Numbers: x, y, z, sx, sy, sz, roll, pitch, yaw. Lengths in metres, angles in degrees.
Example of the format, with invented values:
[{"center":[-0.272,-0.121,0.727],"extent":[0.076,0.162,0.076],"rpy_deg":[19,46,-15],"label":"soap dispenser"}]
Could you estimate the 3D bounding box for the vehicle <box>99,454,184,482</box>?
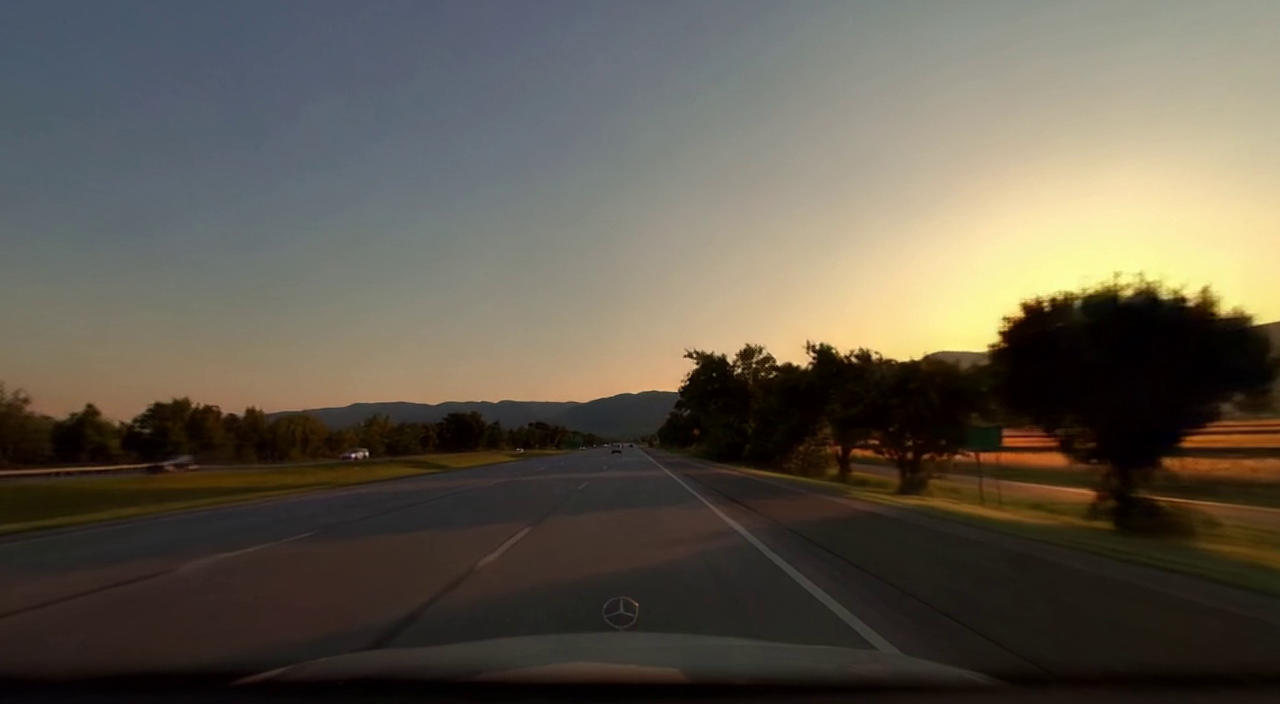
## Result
[{"center":[-32.512,7.560,41.404],"extent":[1.890,1.503,4.651],"rpy_deg":[-3,-8,-1],"label":"vehicle"}]
